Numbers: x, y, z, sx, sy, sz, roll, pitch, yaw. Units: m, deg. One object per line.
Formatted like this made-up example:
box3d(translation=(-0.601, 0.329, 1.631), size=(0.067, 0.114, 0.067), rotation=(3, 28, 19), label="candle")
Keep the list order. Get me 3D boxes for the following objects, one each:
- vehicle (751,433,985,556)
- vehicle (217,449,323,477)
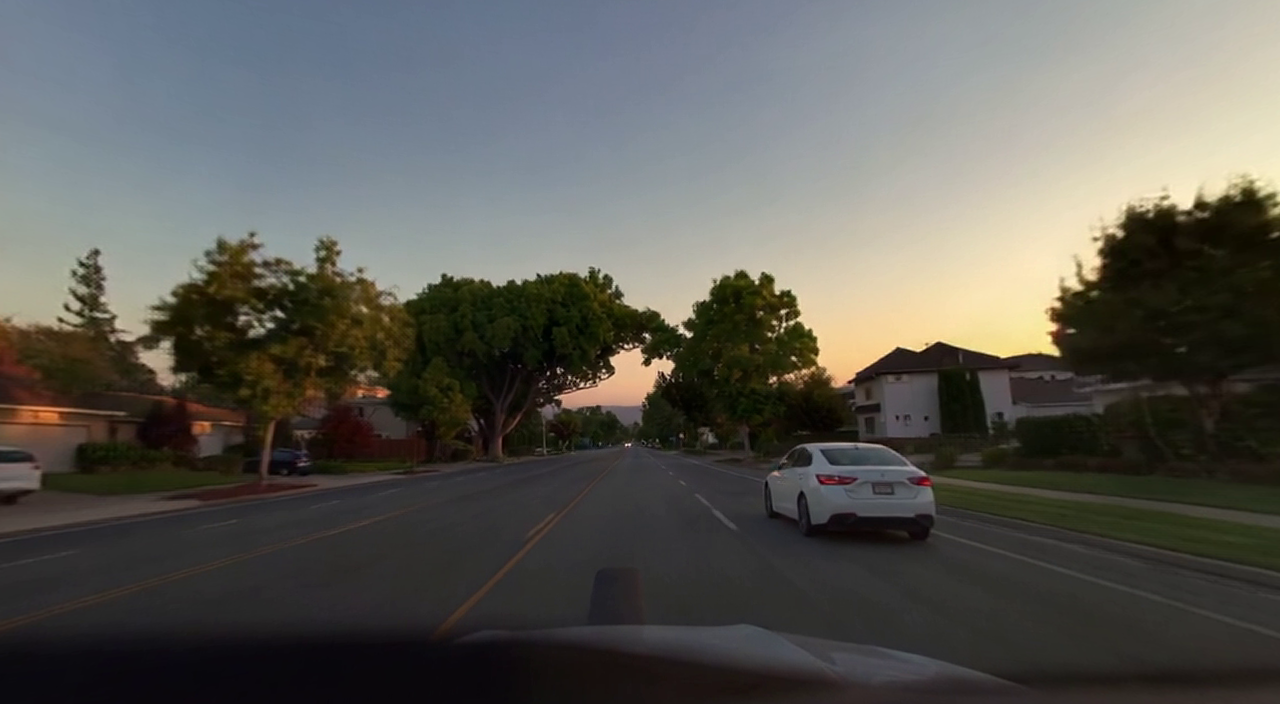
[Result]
box3d(translation=(3.182, 2.079, 9.939), size=(2.057, 1.493, 4.225), rotation=(0, -9, -1), label="vehicle")
box3d(translation=(-20.566, 6.160, 35.254), size=(4.689, 1.466, 1.969), rotation=(0, -9, 0), label="vehicle")
